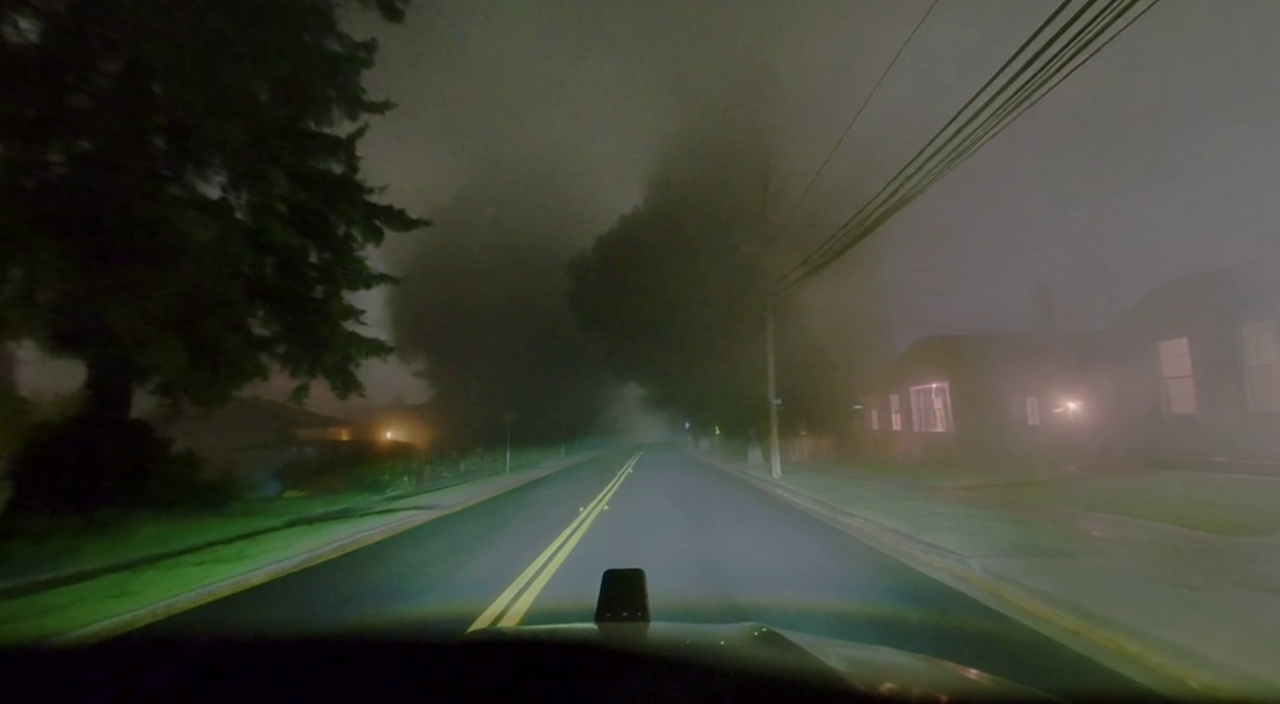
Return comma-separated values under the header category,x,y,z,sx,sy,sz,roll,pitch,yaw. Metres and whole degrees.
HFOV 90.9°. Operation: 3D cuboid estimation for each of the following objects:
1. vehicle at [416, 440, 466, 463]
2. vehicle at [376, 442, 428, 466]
category,x,y,z,sx,sy,sz,roll,pitch,yaw
vehicle,-13.836,6.936,44.142,1.830,1.495,4.641,0,-9,2
vehicle,-16.691,7.123,44.357,1.903,1.500,4.214,-2,-8,2
